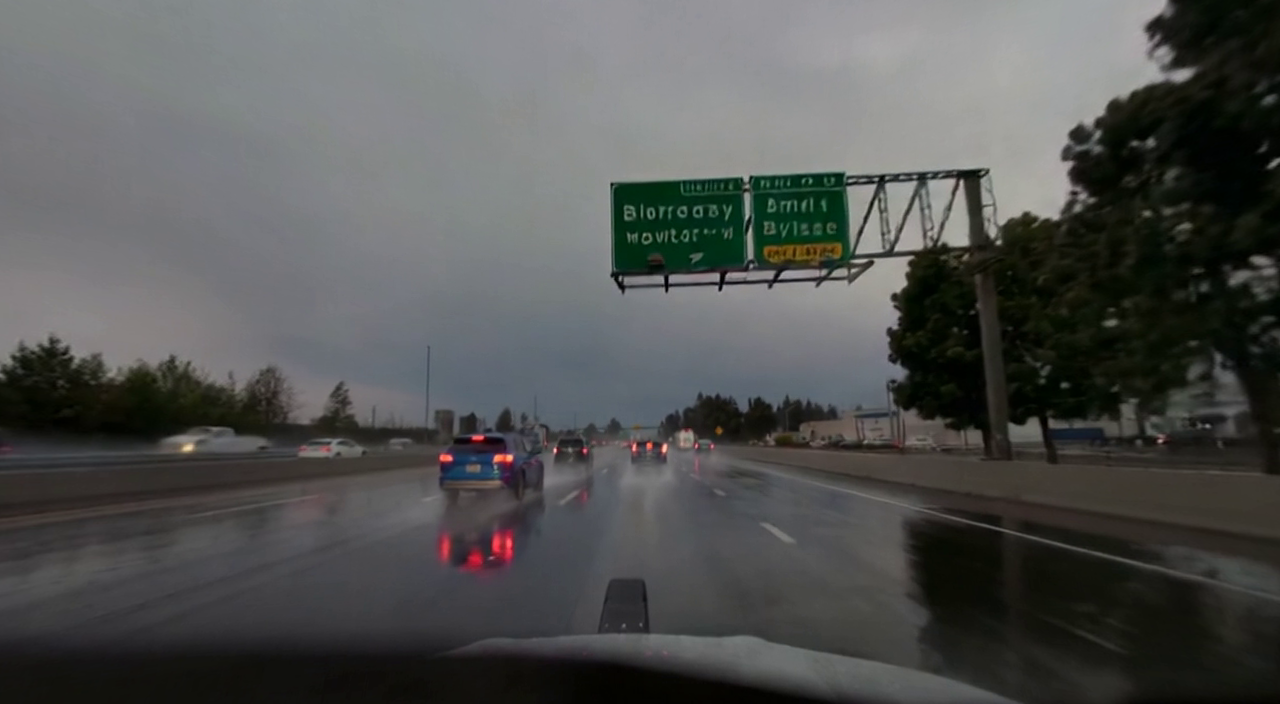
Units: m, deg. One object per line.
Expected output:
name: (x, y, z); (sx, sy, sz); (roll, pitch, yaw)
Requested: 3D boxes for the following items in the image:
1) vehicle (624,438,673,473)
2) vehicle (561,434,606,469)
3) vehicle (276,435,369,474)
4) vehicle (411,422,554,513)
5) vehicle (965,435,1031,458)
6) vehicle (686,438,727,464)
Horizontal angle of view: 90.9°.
vehicle: (0.357, 4.680, 28.725); (2.090, 1.474, 3.970); (0, -8, 0)
vehicle: (-2.963, 5.372, 34.249); (2.007, 1.730, 4.412); (0, -8, 0)
vehicle: (-15.032, 4.863, 30.205); (2.011, 1.708, 4.556); (0, -8, 1)
vehicle: (-3.236, 2.487, 14.031); (1.961, 1.687, 4.453); (0, -8, 1)
vehicle: (23.247, 6.149, 41.141); (1.809, 1.431, 4.430); (0, -8, 1)
vehicle: (4.099, 6.188, 39.453); (1.980, 1.492, 4.442); (0, -8, -1)
